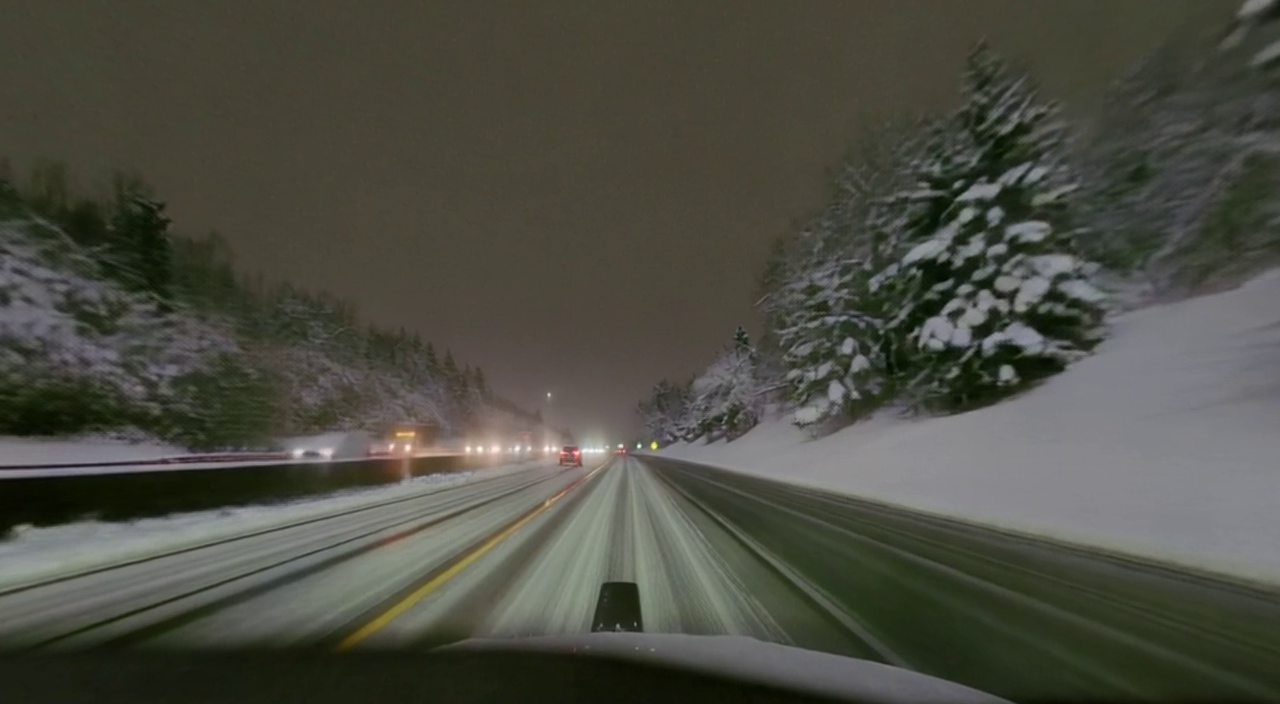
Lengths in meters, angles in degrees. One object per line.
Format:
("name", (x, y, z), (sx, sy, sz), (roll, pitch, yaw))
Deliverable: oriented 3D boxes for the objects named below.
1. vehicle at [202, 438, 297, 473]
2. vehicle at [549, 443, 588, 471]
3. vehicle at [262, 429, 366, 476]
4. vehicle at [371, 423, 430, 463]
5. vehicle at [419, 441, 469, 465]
("vehicle", (-18.536, 4.939, 29.988), (1.907, 1.516, 4.127), (0, -9, 0))
("vehicle", (-4.558, 6.782, 40.594), (2.098, 1.692, 4.038), (0, -9, -1))
("vehicle", (-13.252, 4.129, 25.840), (1.956, 1.714, 4.432), (0, -9, -1))
("vehicle", (-18.530, 7.132, 48.815), (2.305, 2.886, 6.006), (0, -9, -1))
("vehicle", (-13.602, 7.038, 43.774), (2.021, 1.520, 4.580), (0, -9, -1))
